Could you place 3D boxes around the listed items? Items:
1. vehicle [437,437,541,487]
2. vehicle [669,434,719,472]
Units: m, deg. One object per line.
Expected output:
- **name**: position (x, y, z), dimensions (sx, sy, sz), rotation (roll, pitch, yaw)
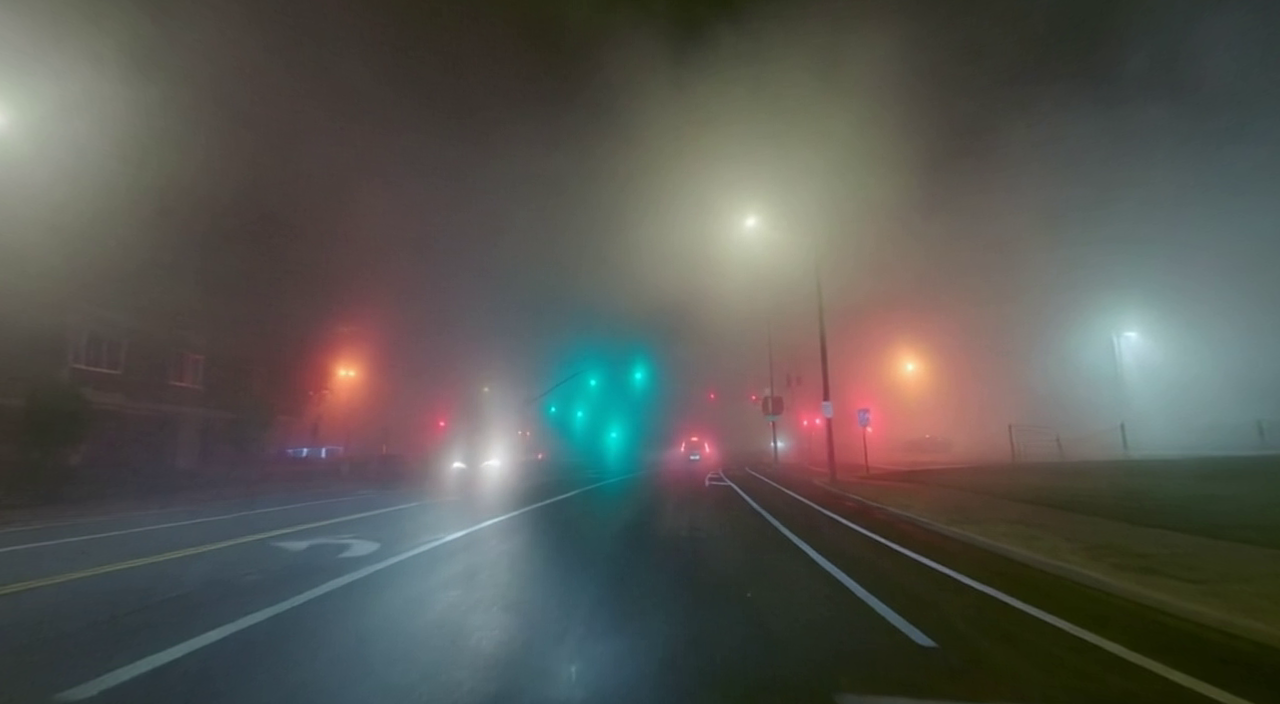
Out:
- **vehicle**: position (-5.607, 4.159, 24.264), dimensions (2.183, 1.699, 4.974), rotation (-1, -8, 8)
- **vehicle**: position (2.885, 5.250, 33.040), dimensions (2.230, 1.827, 4.298), rotation (-1, -9, 9)
